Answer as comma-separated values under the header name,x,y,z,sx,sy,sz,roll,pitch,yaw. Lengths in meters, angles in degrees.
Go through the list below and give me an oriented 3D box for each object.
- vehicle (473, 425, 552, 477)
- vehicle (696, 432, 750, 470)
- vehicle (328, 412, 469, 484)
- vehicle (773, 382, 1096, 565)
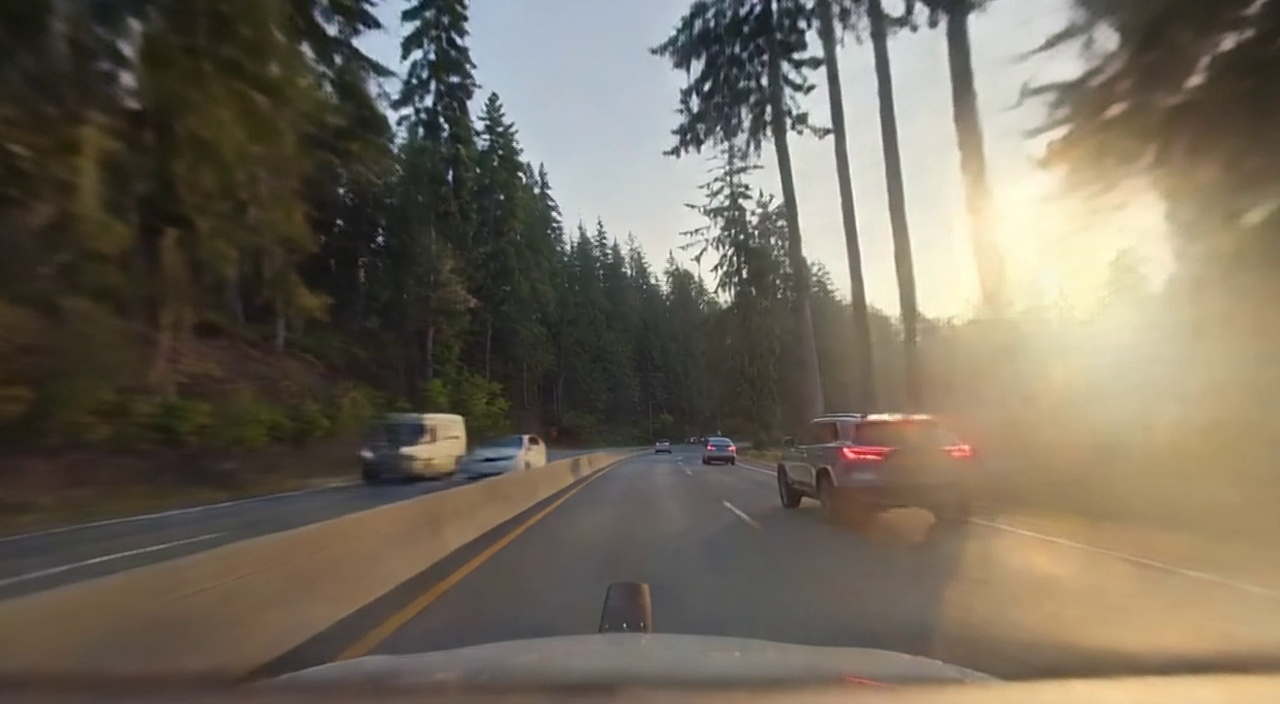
name,x,y,z,sx,sy,sz,roll,pitch,yaw
vehicle,-4.610,3.643,23.466,1.965,1.727,4.041,-1,-8,2
vehicle,4.027,4.911,31.456,2.112,1.708,4.380,-1,-8,1
vehicle,-8.171,3.342,22.252,2.428,2.147,6.184,-1,-8,1
vehicle,3.610,1.611,9.114,2.270,1.897,4.822,-1,-8,-1
